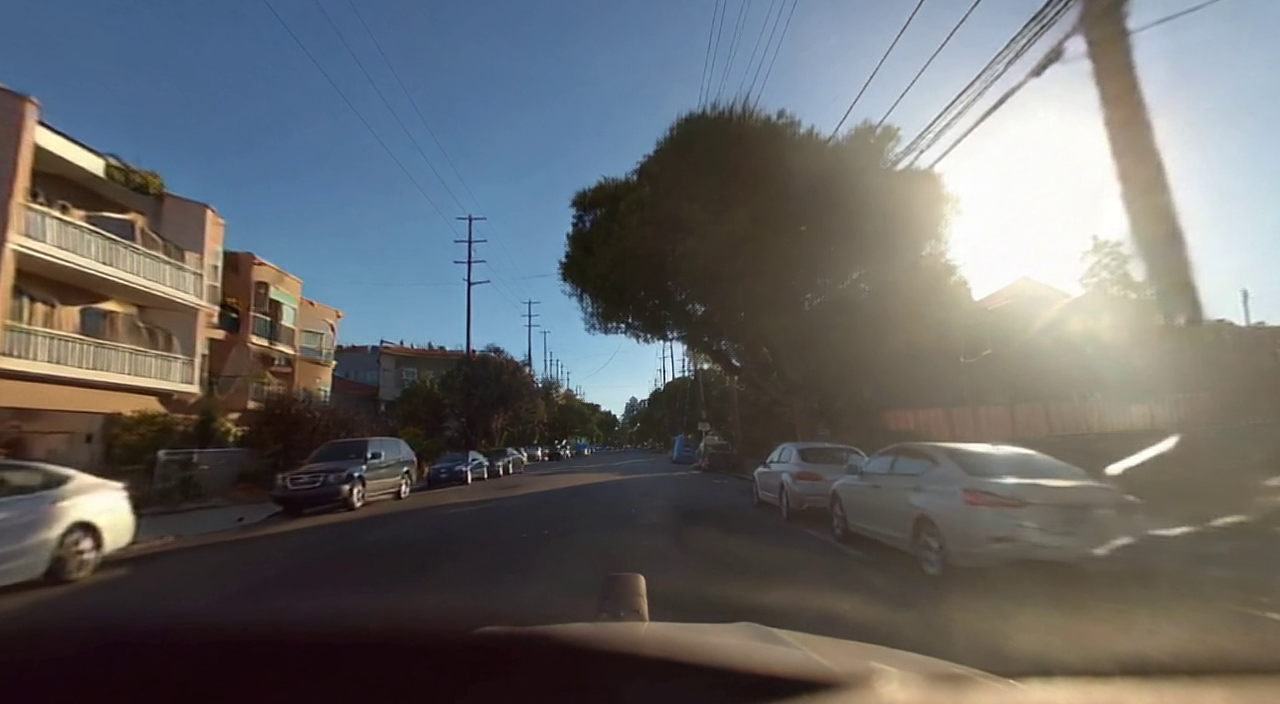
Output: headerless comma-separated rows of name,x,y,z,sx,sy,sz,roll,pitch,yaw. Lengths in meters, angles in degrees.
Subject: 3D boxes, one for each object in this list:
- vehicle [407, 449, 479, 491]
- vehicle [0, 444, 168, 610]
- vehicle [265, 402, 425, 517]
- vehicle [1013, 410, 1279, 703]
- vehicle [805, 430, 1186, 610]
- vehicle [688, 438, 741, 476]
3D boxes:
vehicle,-7.796,4.676,25.371,1.873,1.437,4.068,-1,-8,-4
vehicle,-7.244,1.757,6.123,1.894,1.585,4.514,-3,-8,0
vehicle,-7.159,2.656,15.906,1.889,2.463,4.142,0,-9,1
vehicle,3.844,0.939,2.227,2.022,1.521,4.933,0,-9,0
vehicle,3.773,1.850,8.007,1.943,1.563,4.752,1,-9,-2
vehicle,3.567,5.134,31.082,2.095,1.694,4.592,-1,-8,1
